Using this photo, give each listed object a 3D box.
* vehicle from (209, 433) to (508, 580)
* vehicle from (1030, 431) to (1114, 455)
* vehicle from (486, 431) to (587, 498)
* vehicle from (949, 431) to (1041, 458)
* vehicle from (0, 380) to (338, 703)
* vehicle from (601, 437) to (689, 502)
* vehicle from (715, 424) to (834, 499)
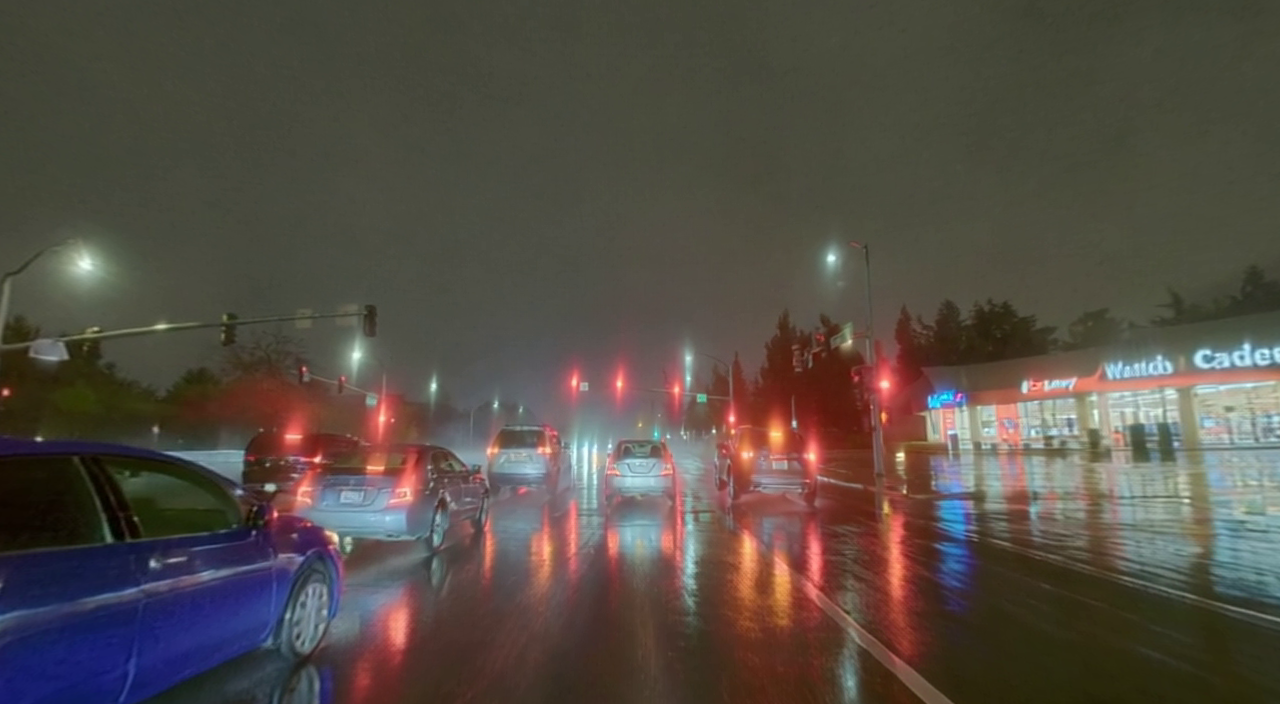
[{"bbox_3d":[-3.331,1.911,8.633,2.014,1.472,4.357,0,-9,1],"label":"vehicle"},{"bbox_3d":[30.582,6.473,44.681,4.432,1.680,1.932,0,-9,2],"label":"vehicle"},{"bbox_3d":[-2.823,3.197,18.182,2.072,1.694,4.070,0,-9,2],"label":"vehicle"},{"bbox_3d":[23.336,6.097,41.496,4.781,1.700,1.986,0,-9,1],"label":"vehicle"},{"bbox_3d":[-3.077,0.786,1.471,2.249,1.517,4.951,0,-9,1],"label":"vehicle"},{"bbox_3d":[0.142,3.037,16.655,2.032,1.499,3.994,0,-9,1],"label":"vehicle"},{"bbox_3d":[3.352,2.856,16.689,2.076,1.691,4.402,0,-9,-2],"label":"vehicle"}]
